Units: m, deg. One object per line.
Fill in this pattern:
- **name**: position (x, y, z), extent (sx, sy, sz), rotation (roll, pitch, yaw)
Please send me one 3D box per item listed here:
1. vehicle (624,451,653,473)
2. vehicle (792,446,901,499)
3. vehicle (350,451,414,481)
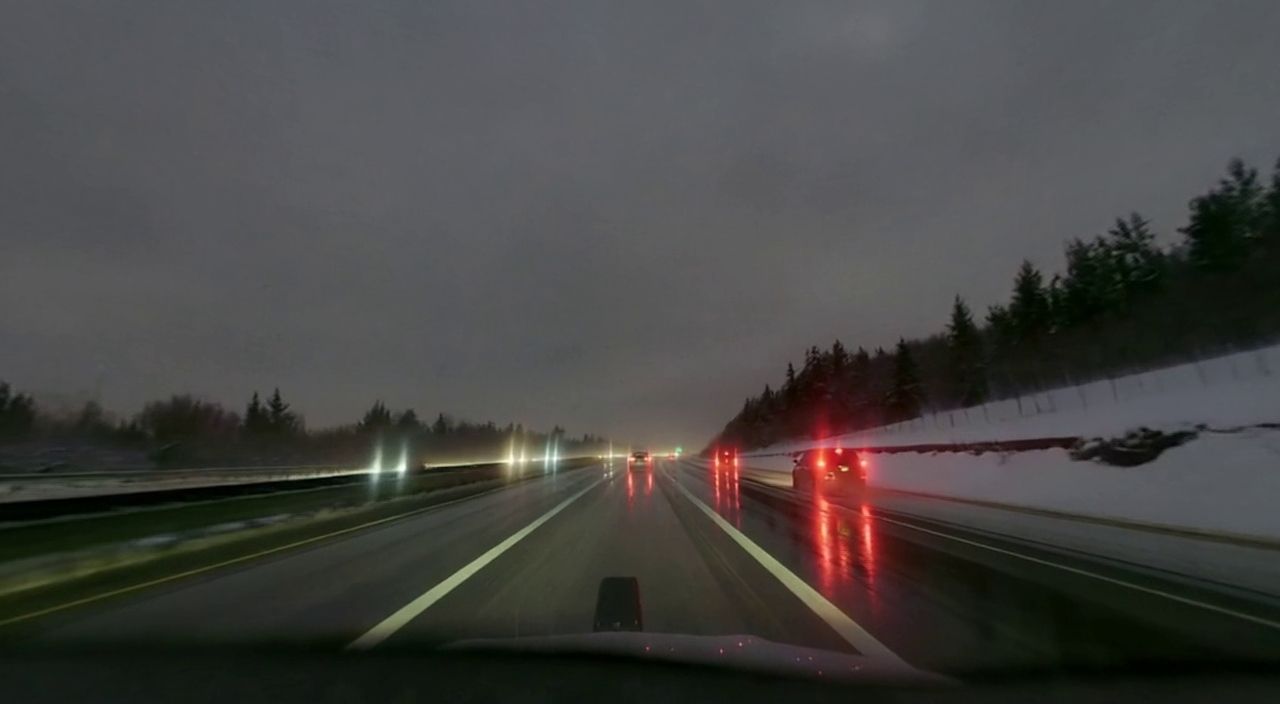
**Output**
- **vehicle**: position (-0.077, 8.101, 46.269), extent (2.025, 1.526, 4.181), rotation (0, -9, 0)
- **vehicle**: position (6.750, 3.964, 21.079), extent (2.008, 1.533, 4.592), rotation (0, -9, -1)
- **vehicle**: position (-15.373, 6.785, 37.623), extent (1.914, 1.628, 4.521), rotation (-1, -9, 1)
